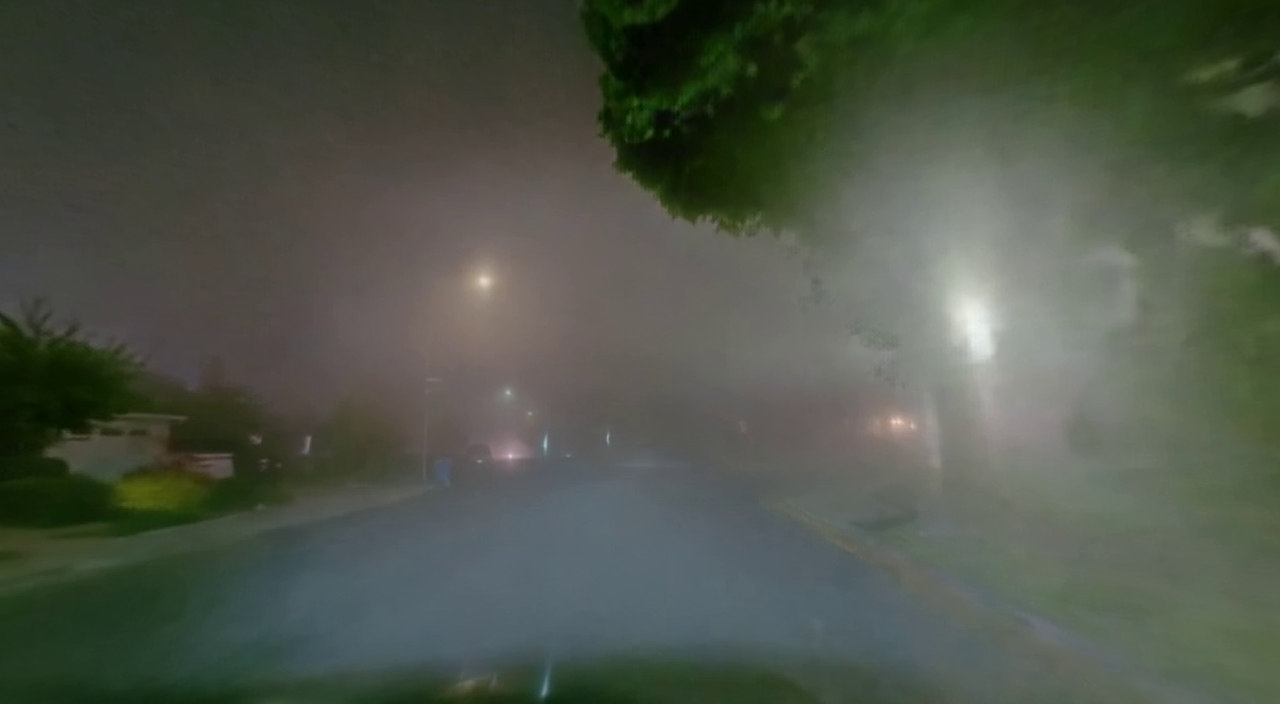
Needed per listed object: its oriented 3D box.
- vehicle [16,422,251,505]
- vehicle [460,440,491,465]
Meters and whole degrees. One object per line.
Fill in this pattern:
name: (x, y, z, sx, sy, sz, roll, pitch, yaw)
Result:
vehicle: (-14.732, 3.293, 18.899, 5.045, 1.835, 2.315, -1, -10, -25)
vehicle: (-12.495, 7.607, 48.019, 2.152, 1.826, 4.725, 2, -9, -14)
